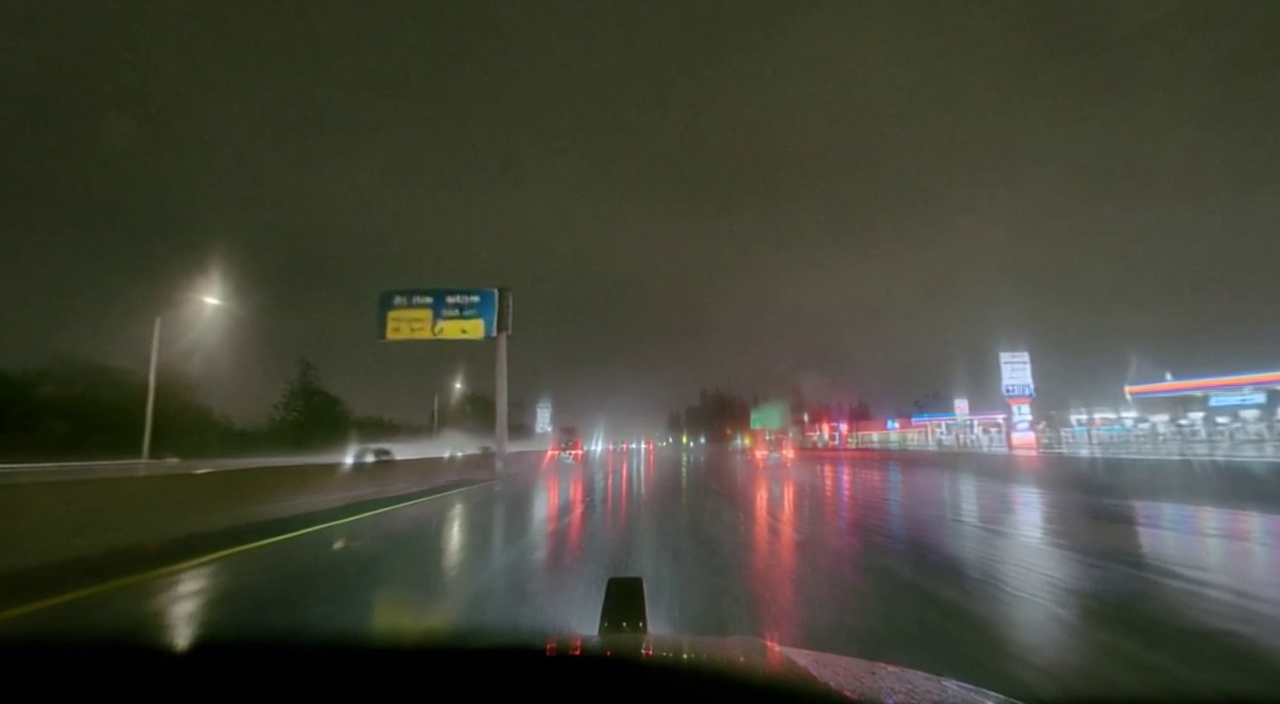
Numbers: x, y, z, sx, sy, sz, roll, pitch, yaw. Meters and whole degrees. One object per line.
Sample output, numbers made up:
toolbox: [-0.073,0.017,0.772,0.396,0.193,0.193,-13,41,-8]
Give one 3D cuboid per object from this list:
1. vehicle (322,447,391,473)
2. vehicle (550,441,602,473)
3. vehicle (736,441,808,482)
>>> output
vehicle: [-17.288,6.575,38.713,2.005,1.493,4.780,0,-8,0]
vehicle: [-3.167,5.290,32.074,2.114,1.510,4.186,0,-8,1]
vehicle: [5.161,4.318,25.305,1.909,1.467,4.940,0,-8,1]
